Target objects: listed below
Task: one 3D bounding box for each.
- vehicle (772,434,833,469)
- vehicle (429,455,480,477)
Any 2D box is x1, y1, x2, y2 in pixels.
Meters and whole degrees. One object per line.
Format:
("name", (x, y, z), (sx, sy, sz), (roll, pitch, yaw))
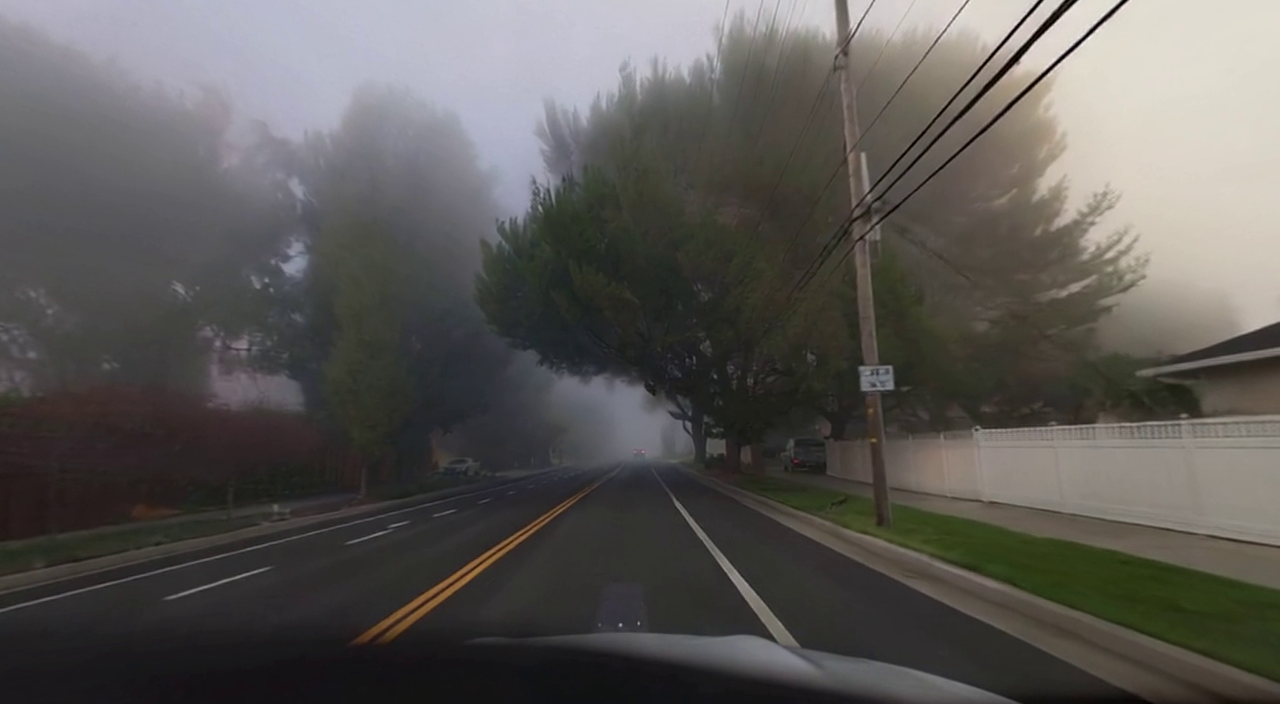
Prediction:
("vehicle", (9.657, 5.957, 38.036), (2.102, 1.822, 4.802), (-3, -8, -3))
("vehicle", (-14.018, 8.552, 47.666), (2.027, 1.518, 4.698), (7, -11, -38))
